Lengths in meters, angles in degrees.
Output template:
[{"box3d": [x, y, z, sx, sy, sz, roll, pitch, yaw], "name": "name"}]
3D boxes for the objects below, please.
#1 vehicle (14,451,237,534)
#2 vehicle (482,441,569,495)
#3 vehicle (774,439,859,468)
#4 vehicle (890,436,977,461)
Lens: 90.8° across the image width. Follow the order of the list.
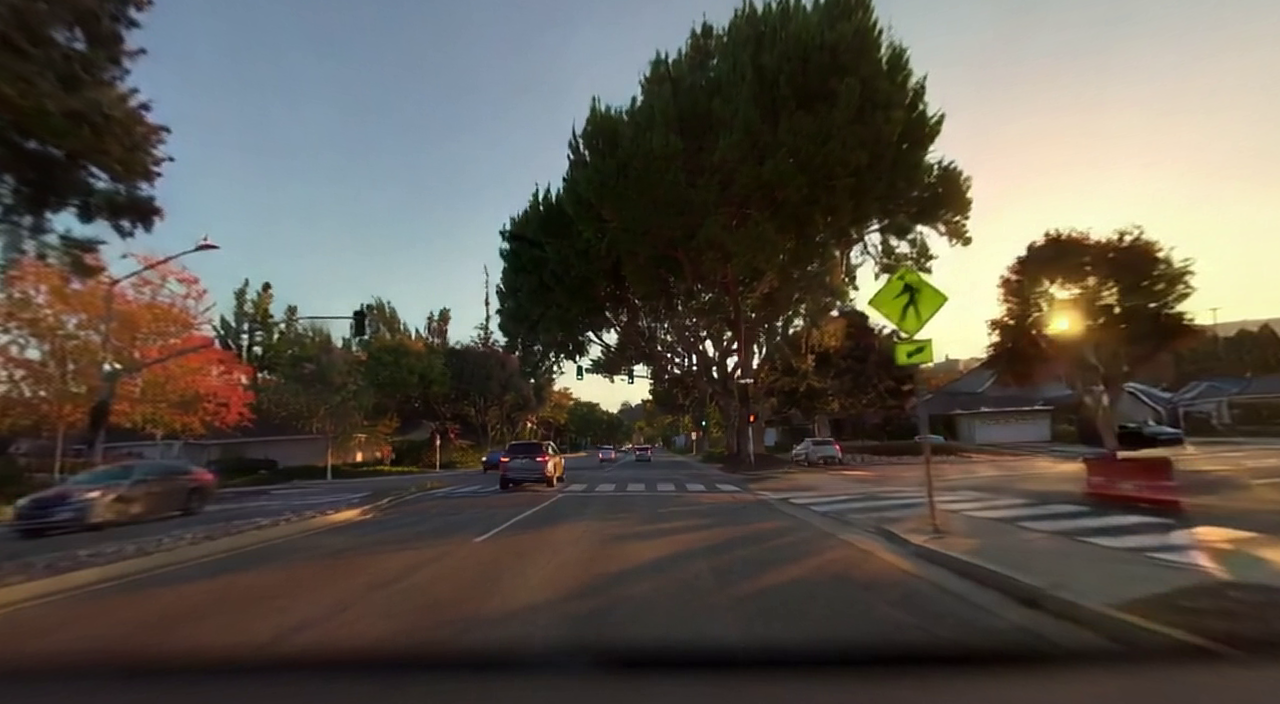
[{"box3d": [-13.937, 3.763, 17.672, 2.140, 1.824, 4.913, -3, -9, 0], "name": "vehicle"}, {"box3d": [-3.958, 4.085, 22.689, 2.169, 1.706, 4.638, 0, -9, 1], "name": "vehicle"}, {"box3d": [11.114, 6.445, 40.102, 4.817, 1.789, 2.010, -1, -10, 6], "name": "vehicle"}, {"box3d": [19.777, 6.536, 42.734, 4.954, 1.458, 1.951, 1, -10, 2], "name": "vehicle"}]
